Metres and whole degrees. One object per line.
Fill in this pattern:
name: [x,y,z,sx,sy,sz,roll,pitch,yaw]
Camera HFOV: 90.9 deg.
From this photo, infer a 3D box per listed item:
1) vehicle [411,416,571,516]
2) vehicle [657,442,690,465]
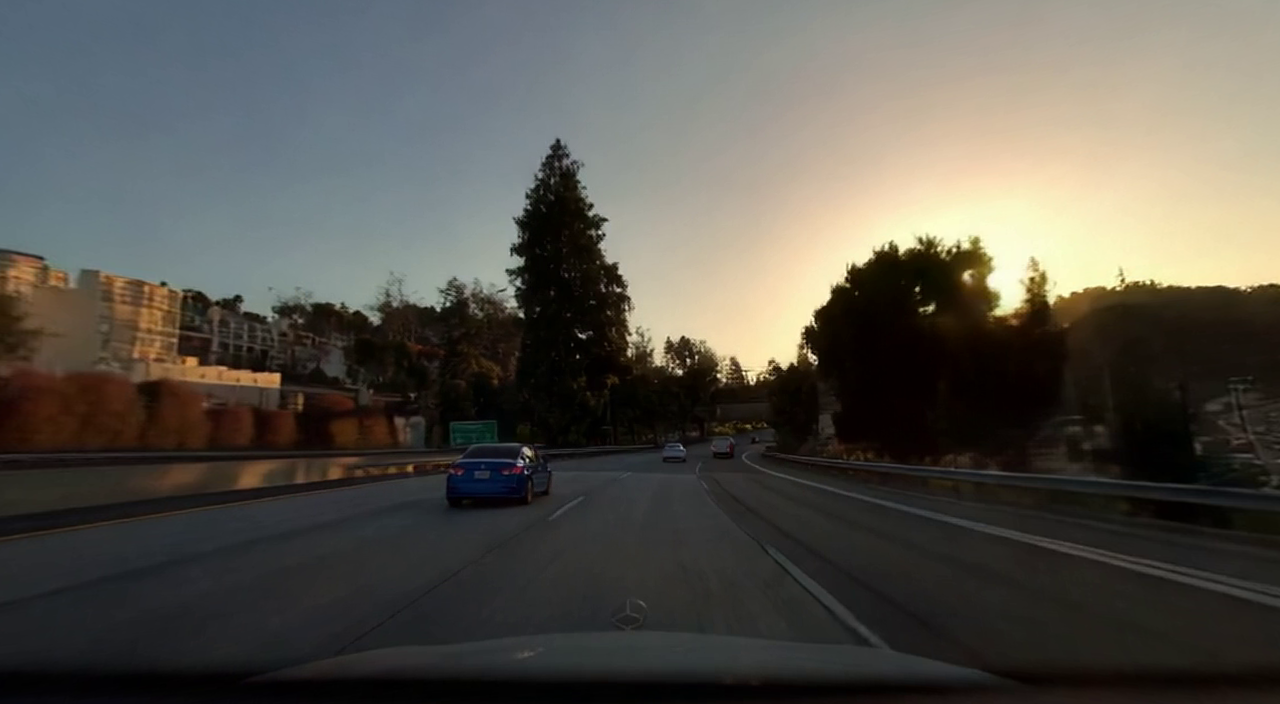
vehicle: [-3.025,2.469,14.097,2.185,1.823,4.854,0,-9,2]
vehicle: [2.356,6.983,43.418,2.158,1.458,3.656,-1,-9,4]
